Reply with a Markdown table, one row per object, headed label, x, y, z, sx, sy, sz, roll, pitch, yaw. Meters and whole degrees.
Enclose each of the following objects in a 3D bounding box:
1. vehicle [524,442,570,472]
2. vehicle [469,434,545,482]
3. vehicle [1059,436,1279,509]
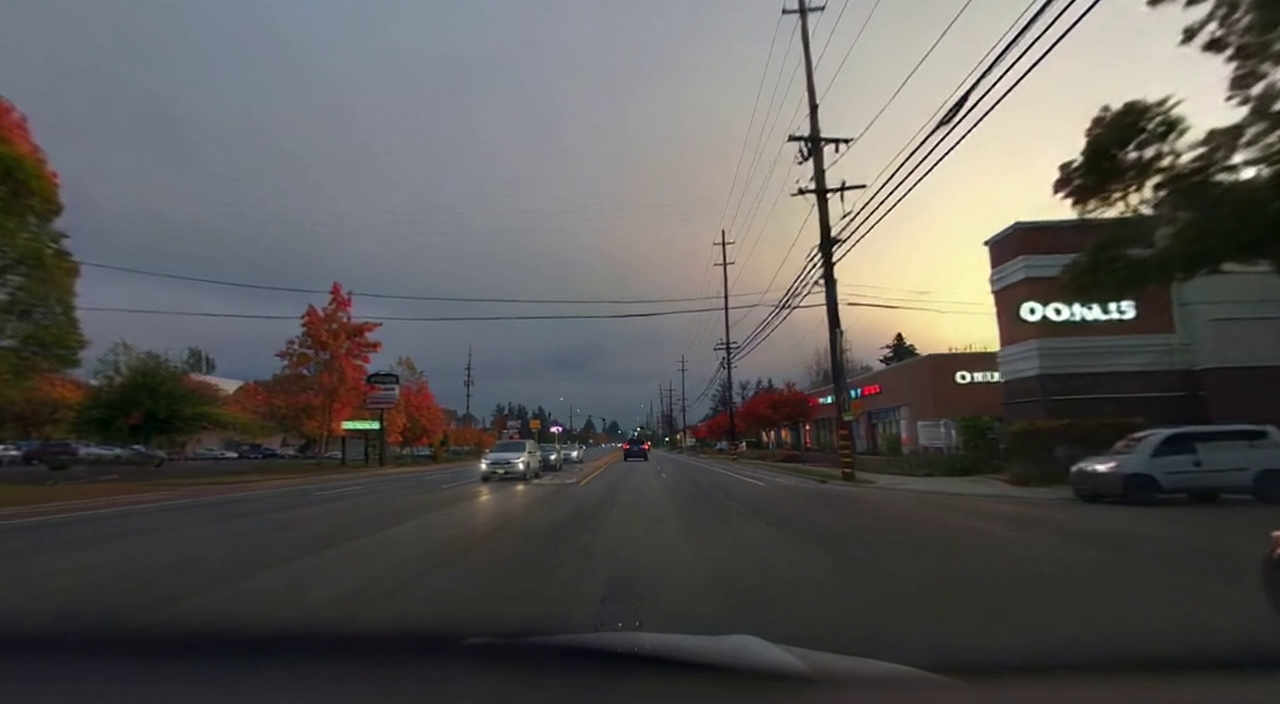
| label | x | y | z | sx | sy | sz | roll | pitch | yaw |
| --- | --- | --- | --- | --- | --- | --- | --- | --- | --- |
| vehicle | -5.184 | 5.901 | 35.784 | 1.909 | 1.524 | 4.614 | -2 | -8 | 0 |
| vehicle | -5.682 | 4.588 | 27.659 | 2.278 | 1.828 | 4.970 | -2 | -8 | -1 |
| vehicle | 14.672 | 3.129 | 16.858 | 5.733 | 1.610 | 2.253 | 0 | -9 | -11 |
